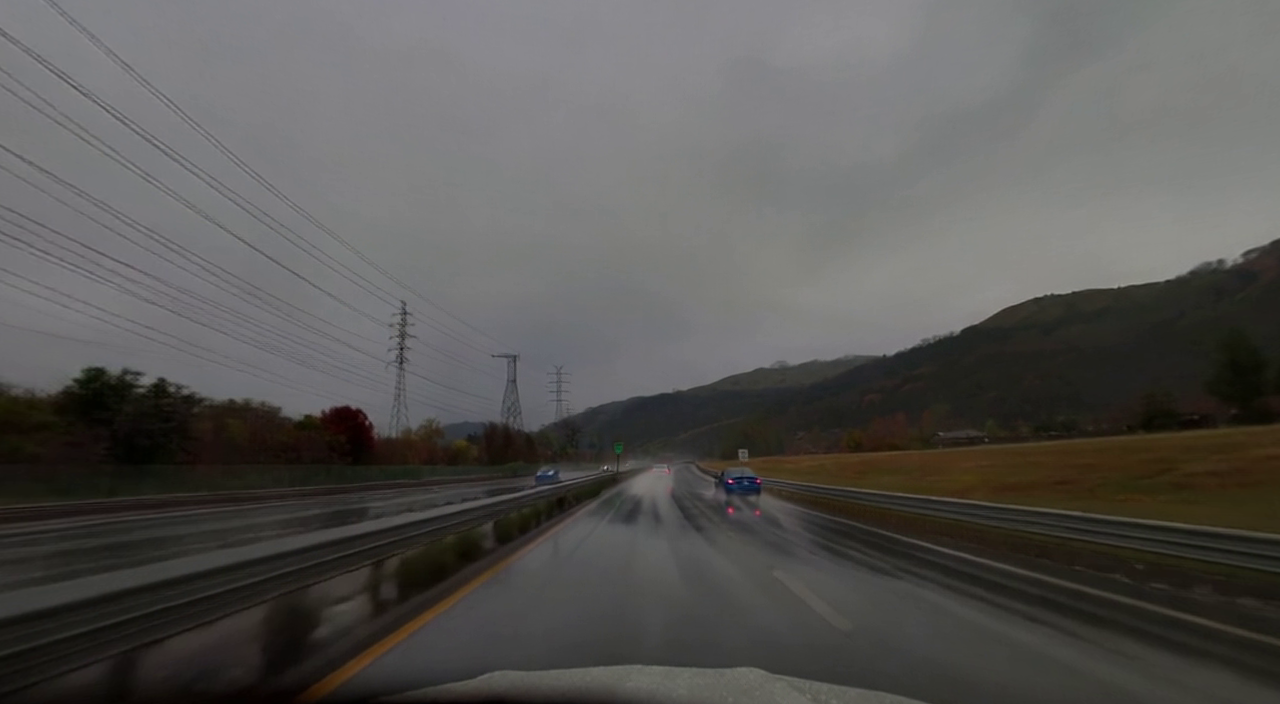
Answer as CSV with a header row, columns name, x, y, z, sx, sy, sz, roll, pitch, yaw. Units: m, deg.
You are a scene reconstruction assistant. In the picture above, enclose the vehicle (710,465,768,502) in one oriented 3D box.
name,x,y,z,sx,sy,sz,roll,pitch,yaw
vehicle,4.500,6.042,29.122,1.985,1.521,3.904,1,-10,-1
